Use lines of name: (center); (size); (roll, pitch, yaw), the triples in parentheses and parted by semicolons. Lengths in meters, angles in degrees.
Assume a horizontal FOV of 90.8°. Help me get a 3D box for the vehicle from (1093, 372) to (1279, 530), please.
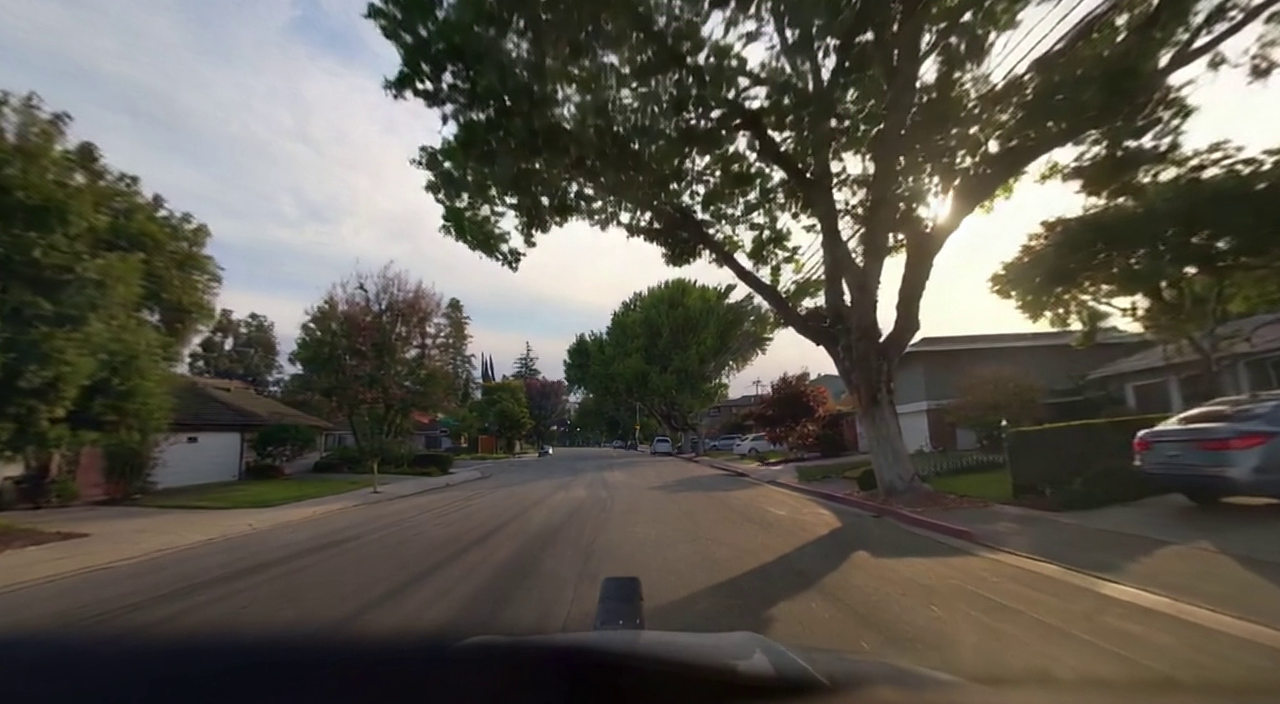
vehicle: (10.360, 1.229, 9.411); (5.307, 1.940, 2.412); (-5, -8, -4)
